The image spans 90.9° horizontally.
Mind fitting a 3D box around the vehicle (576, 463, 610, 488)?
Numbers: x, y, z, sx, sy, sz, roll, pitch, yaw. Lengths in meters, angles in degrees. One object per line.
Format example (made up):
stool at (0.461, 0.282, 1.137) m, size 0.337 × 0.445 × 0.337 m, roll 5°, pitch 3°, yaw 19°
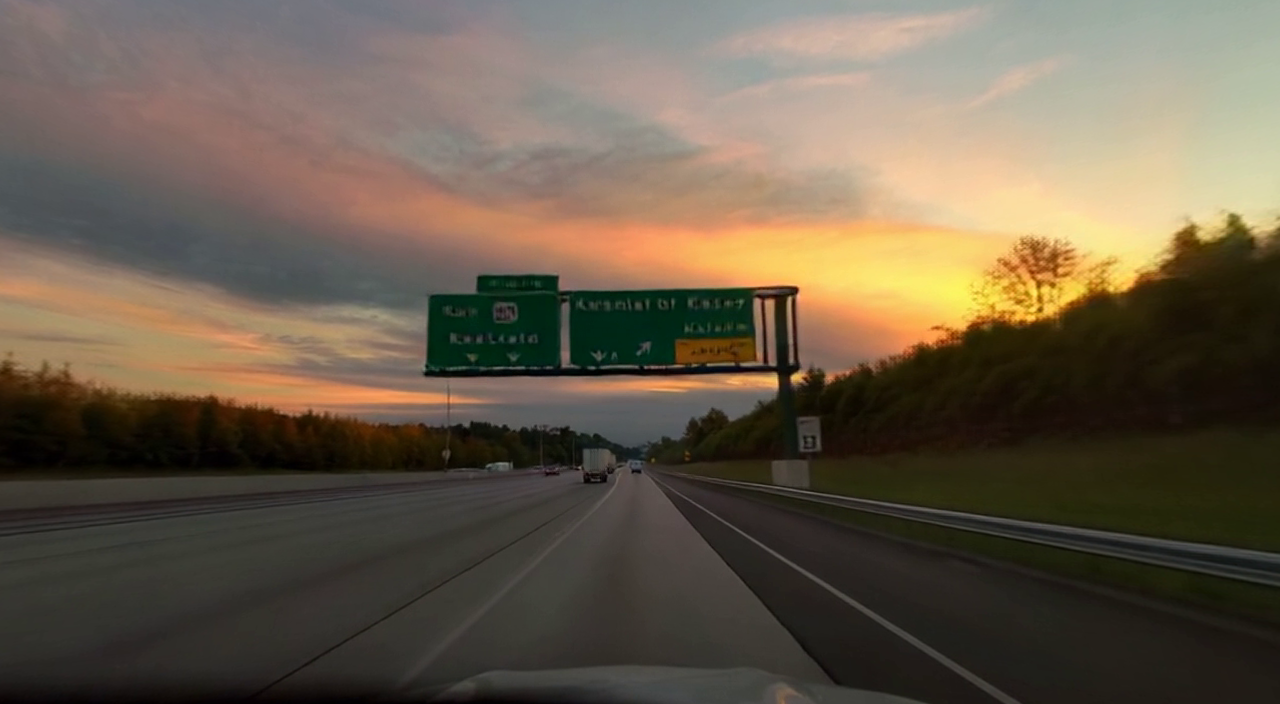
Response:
vehicle at (-3.223, 8.574, 43.893) m, size 2.092 × 1.642 × 3.895 m, roll 1°, pitch -11°, yaw -1°
